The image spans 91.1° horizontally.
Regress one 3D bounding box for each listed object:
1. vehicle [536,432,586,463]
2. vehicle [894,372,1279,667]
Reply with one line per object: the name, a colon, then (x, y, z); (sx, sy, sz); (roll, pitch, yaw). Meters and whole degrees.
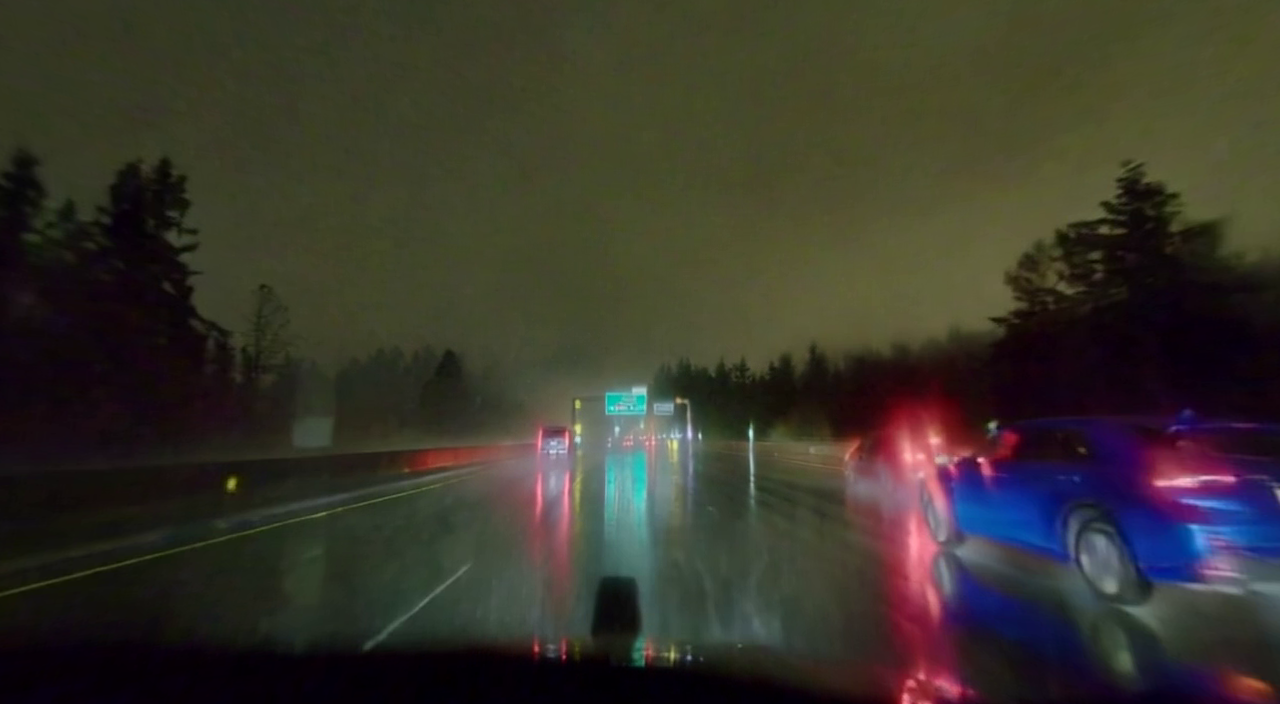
vehicle: (-3.951, 4.835, 32.173); (2.032, 1.465, 4.316); (0, -8, -1)
vehicle: (4.127, 1.169, 5.484); (2.011, 1.576, 4.060); (0, -8, -2)
